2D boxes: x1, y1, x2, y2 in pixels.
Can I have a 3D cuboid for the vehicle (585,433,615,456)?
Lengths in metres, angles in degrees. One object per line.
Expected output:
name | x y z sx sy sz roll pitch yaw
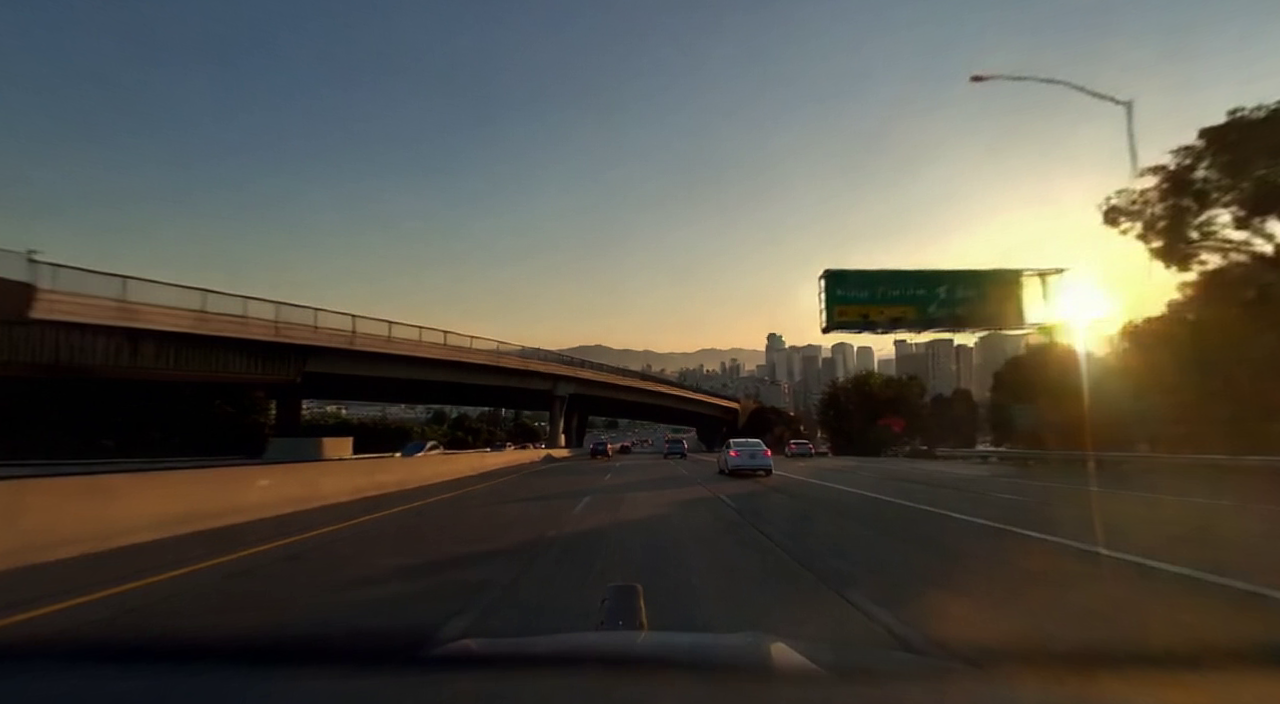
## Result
vehicle | -3.109 7.269 49.469 2.072 1.730 4.381 0 -8 0

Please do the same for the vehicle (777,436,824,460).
vehicle | 11.011 6.627 43.541 2.019 1.529 4.385 0 -8 -1

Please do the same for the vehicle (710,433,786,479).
vehicle | 3.799 3.762 22.987 1.961 1.504 4.094 0 -8 -1
